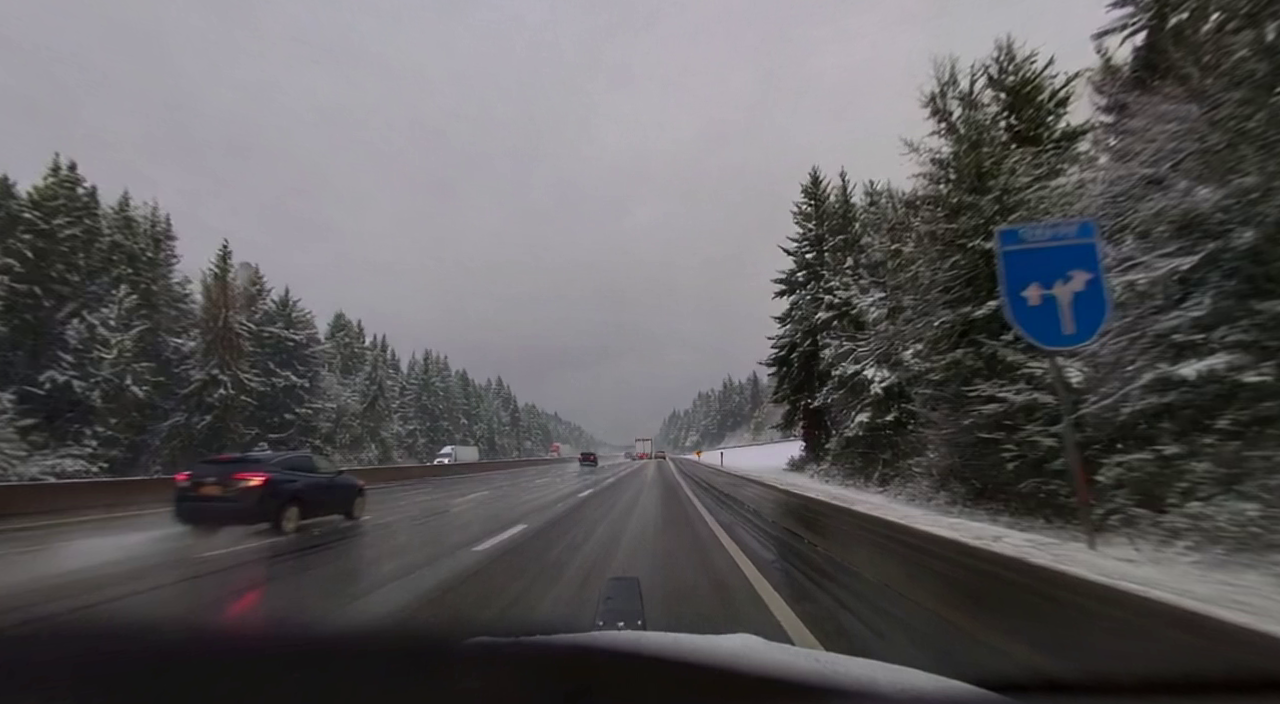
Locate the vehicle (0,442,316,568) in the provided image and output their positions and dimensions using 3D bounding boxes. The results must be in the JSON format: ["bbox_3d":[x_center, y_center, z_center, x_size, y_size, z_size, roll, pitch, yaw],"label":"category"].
[{"bbox_3d":[-7.582,2.314,10.351,1.996,1.579,4.439,-1,-9,2],"label":"vehicle"}]
